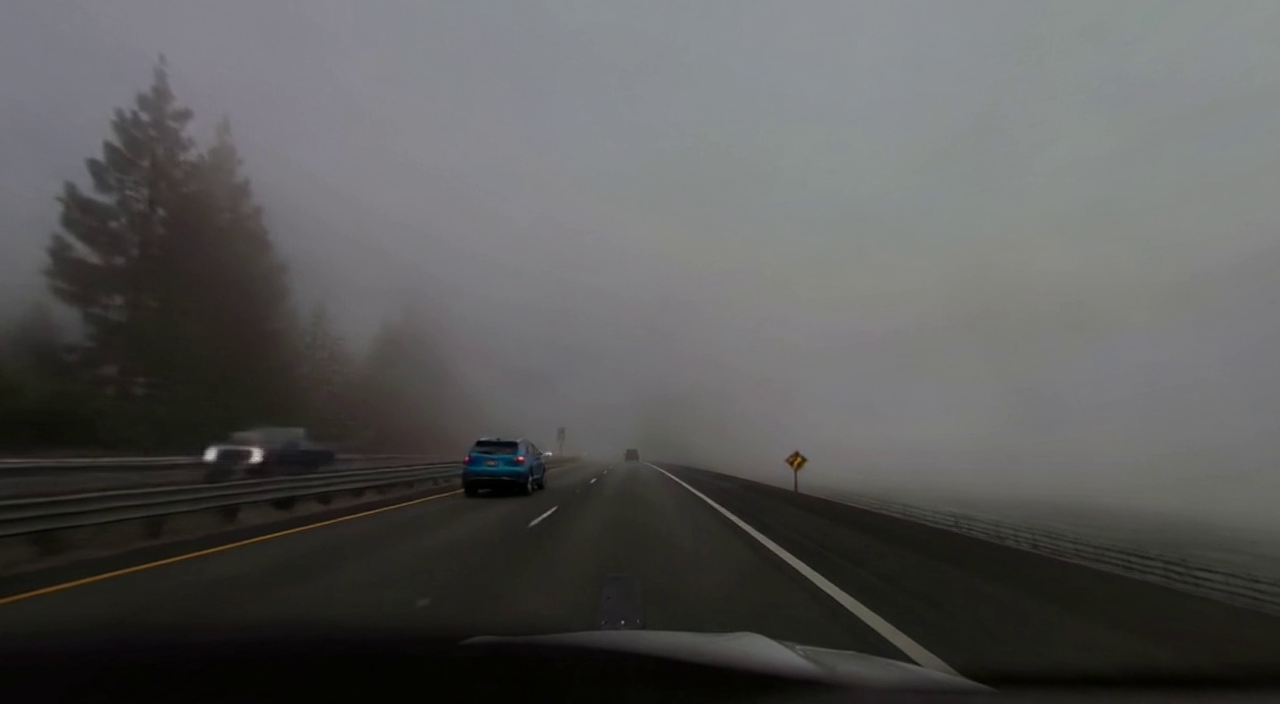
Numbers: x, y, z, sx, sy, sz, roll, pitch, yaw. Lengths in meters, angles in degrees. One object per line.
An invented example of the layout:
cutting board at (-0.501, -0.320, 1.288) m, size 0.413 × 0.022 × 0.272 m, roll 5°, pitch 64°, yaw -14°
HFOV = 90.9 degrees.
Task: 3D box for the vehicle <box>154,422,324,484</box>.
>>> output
vehicle at (-12.022, 3.102, 19.415) m, size 2.072 × 1.634 × 4.756 m, roll 0°, pitch -9°, yaw 0°

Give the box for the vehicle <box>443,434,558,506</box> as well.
vehicle at (-3.709, 3.251, 17.762) m, size 2.135 × 1.755 × 4.476 m, roll 0°, pitch -9°, yaw 1°
